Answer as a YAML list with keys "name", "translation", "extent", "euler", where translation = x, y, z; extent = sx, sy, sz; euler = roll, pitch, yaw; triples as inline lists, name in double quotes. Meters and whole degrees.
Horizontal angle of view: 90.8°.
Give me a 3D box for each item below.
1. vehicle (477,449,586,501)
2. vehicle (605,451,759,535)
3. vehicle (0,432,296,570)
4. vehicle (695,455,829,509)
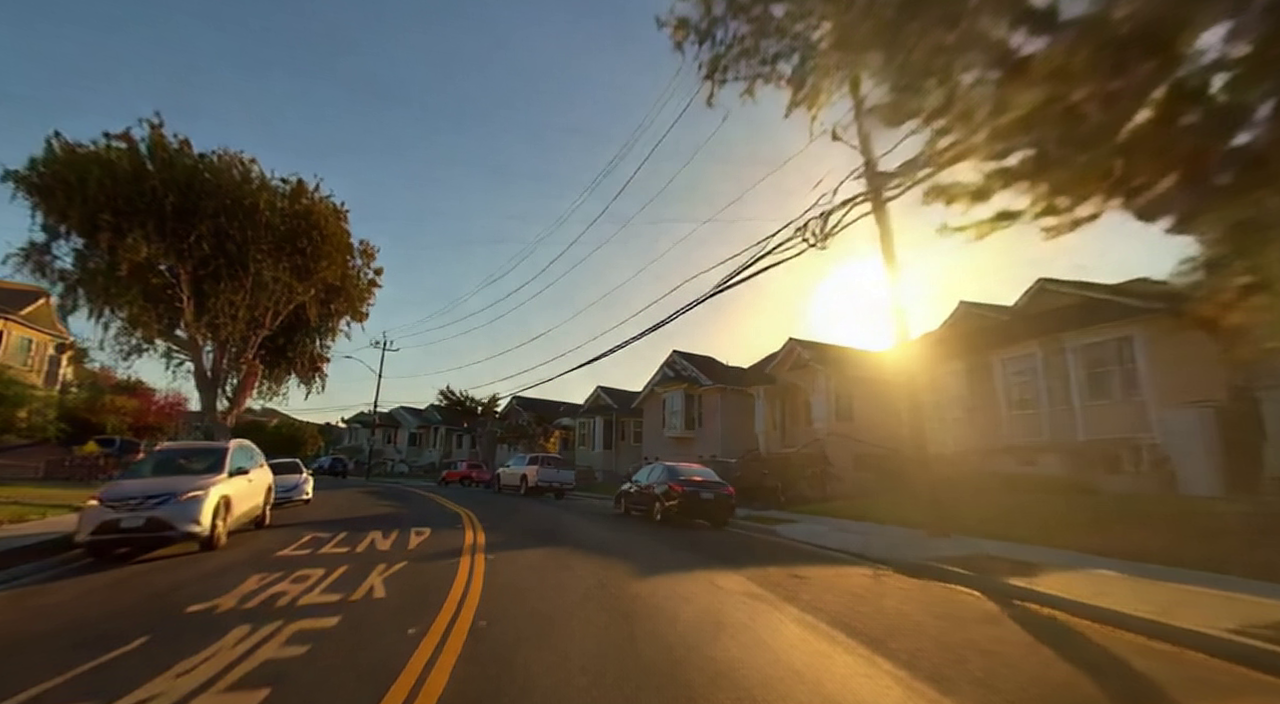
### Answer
- name: "vehicle"
  translation: [-4.763, 5.182, 27.032]
  extent: [2.449, 1.869, 5.504]
  euler: [10, -13, -32]
- name: "vehicle"
  translation: [0.778, 3.191, 14.848]
  extent: [1.923, 1.531, 4.568]
  euler: [7, -10, -18]
- name: "vehicle"
  translation: [-8.352, 2.556, 11.580]
  extent: [2.378, 1.840, 5.389]
  euler: [2, -11, -16]
- name: "vehicle"
  translation: [4.196, 4.370, 21.682]
  extent: [4.163, 1.586, 2.023]
  euler: [5, -10, -29]
